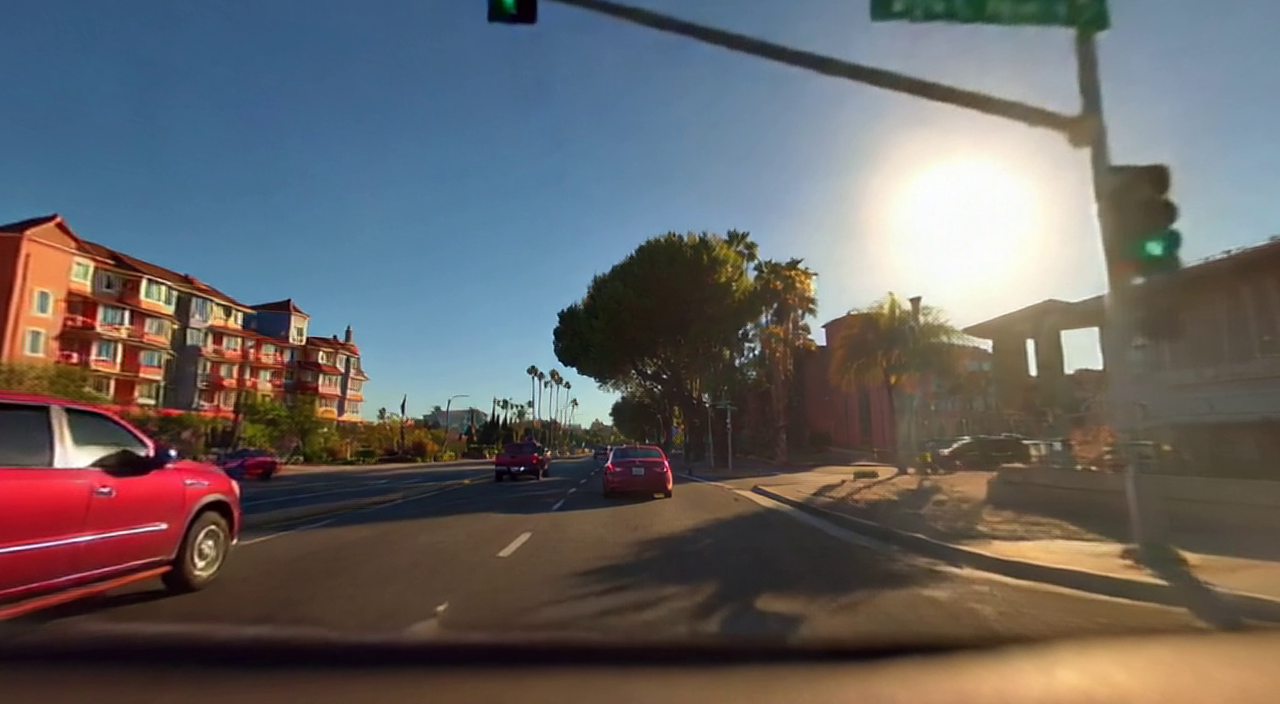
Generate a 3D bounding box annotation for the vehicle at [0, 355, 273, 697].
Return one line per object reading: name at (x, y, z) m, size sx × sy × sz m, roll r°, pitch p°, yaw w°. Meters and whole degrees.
vehicle at (-4.691, 0.916, 3.077) m, size 2.187 × 1.904 × 6.103 m, roll 0°, pitch -8°, yaw -1°

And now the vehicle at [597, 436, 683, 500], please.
vehicle at (-0.073, 3.194, 17.672) m, size 2.122 × 1.562 × 4.152 m, roll 0°, pitch -8°, yaw -2°

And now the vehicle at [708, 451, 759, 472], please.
vehicle at (6.008, 6.944, 39.994) m, size 2.949 × 1.209 × 3.070 m, roll -2°, pitch -9°, yaw 14°

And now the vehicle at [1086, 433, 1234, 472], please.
vehicle at (26.767, 5.197, 32.464) m, size 5.602 × 1.903 × 2.128 m, roll 0°, pitch -8°, yaw 2°

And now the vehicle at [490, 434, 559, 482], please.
vehicle at (-5.441, 5.091, 30.598) m, size 2.447 × 2.062 × 5.911 m, roll 0°, pitch -8°, yaw -2°
